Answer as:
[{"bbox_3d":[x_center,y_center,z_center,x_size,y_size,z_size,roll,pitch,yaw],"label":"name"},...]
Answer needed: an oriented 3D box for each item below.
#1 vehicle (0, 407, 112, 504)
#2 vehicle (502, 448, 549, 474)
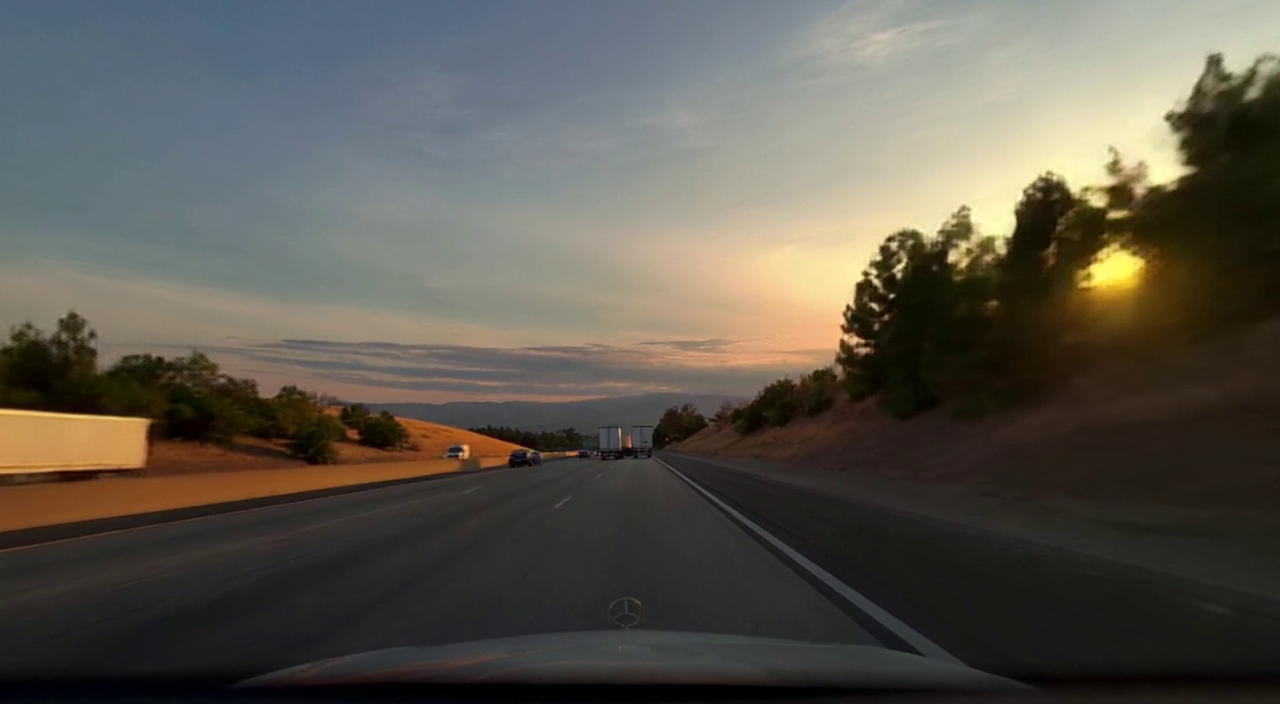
[{"bbox_3d":[-23.426,3.470,21.130,2.724,3.282,10.043,0,-9,0],"label":"vehicle"},{"bbox_3d":[-7.195,6.903,40.168,2.036,1.474,5.011,0,-9,0],"label":"vehicle"}]
